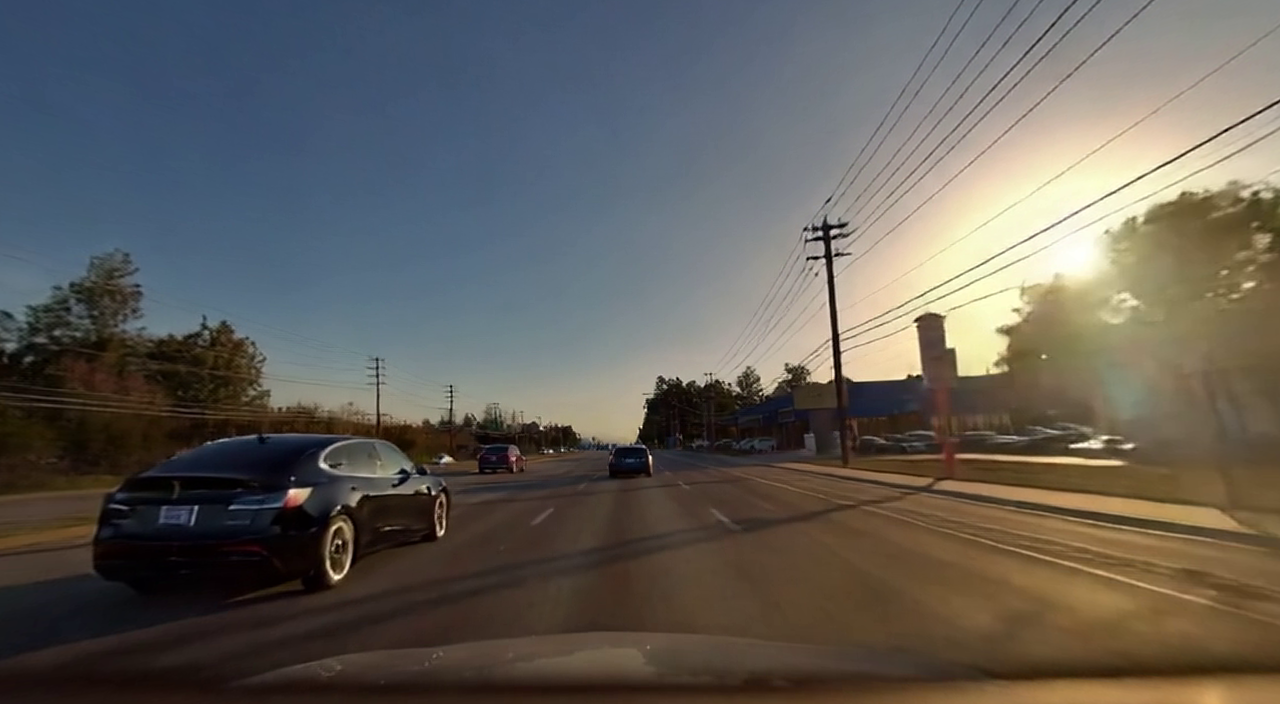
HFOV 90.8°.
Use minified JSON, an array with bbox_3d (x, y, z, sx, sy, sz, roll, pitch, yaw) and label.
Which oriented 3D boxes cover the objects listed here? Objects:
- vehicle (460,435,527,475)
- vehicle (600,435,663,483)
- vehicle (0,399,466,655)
[{"bbox_3d":[-7.251,5.144,31.769,2.203,1.819,4.547,0,-9,1],"label":"vehicle"},{"bbox_3d":[-0.312,4.060,24.274,2.189,1.652,4.135,0,-9,0],"label":"vehicle"},{"bbox_3d":[-3.518,1.476,6.518,1.985,1.607,4.892,0,-9,1],"label":"vehicle"}]
